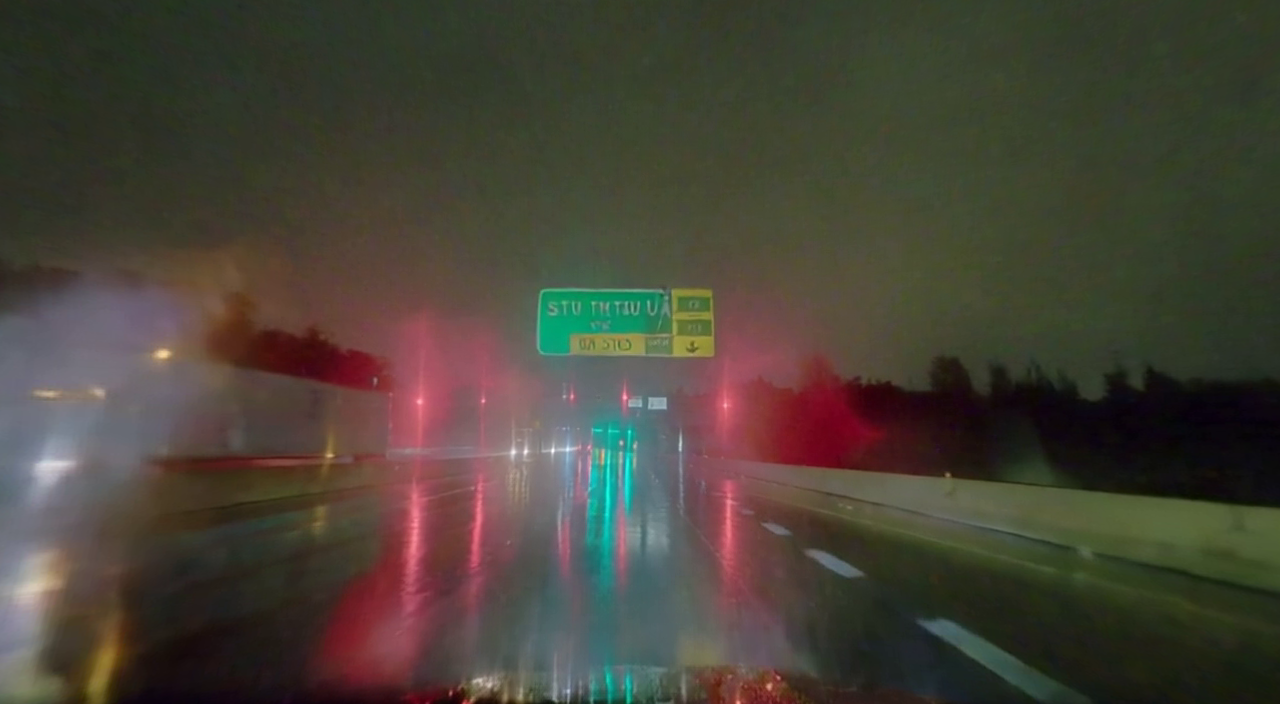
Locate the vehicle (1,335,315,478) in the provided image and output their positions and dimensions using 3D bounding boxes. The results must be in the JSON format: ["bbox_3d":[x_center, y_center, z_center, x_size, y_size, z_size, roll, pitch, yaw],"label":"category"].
[{"bbox_3d":[-15.611,2.236,22.209,2.962,3.855,10.399,0,-9,-1],"label":"vehicle"}]

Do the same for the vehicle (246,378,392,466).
[{"bbox_3d":[-15.610,3.670,31.683,2.883,3.846,8.312,0,-9,0],"label":"vehicle"}]
